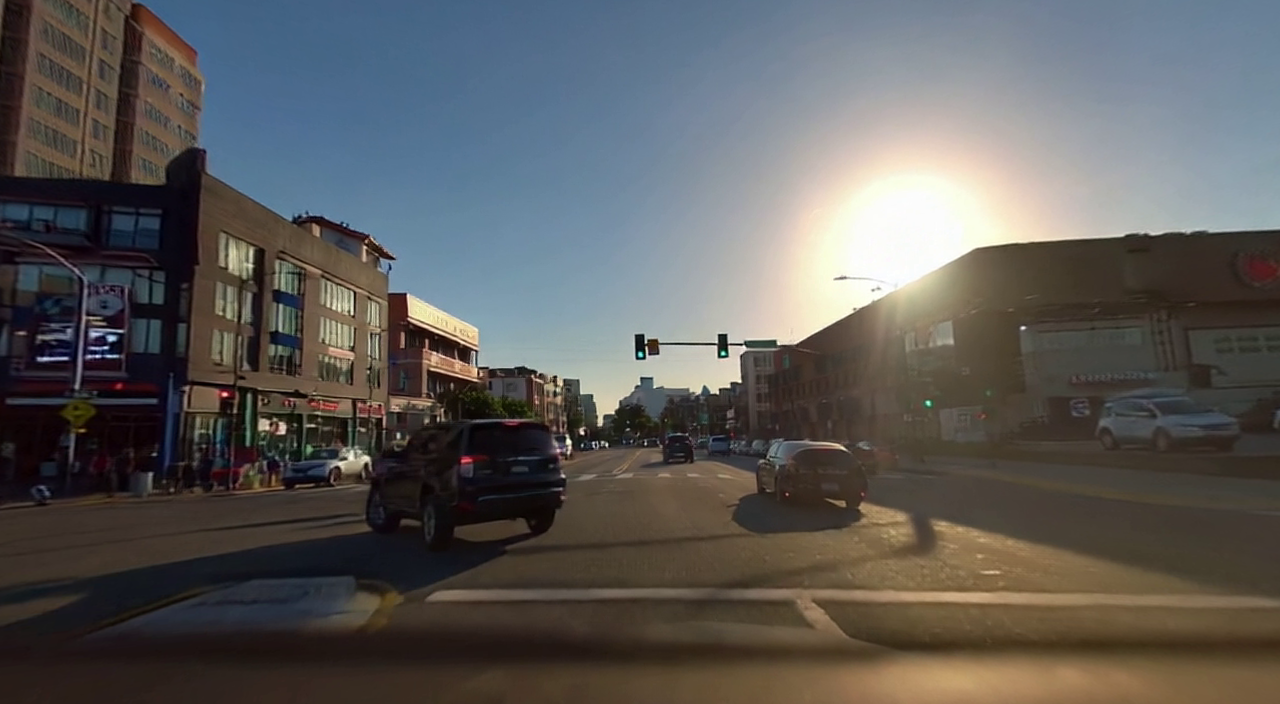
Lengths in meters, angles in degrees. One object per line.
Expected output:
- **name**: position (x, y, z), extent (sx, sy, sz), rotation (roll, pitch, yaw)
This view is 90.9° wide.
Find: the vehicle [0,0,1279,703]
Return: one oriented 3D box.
- **vehicle**: position (-0.505, 0.620, 1.669), extent (2.242, 1.812, 4.993), rotation (-3, -9, -1)
